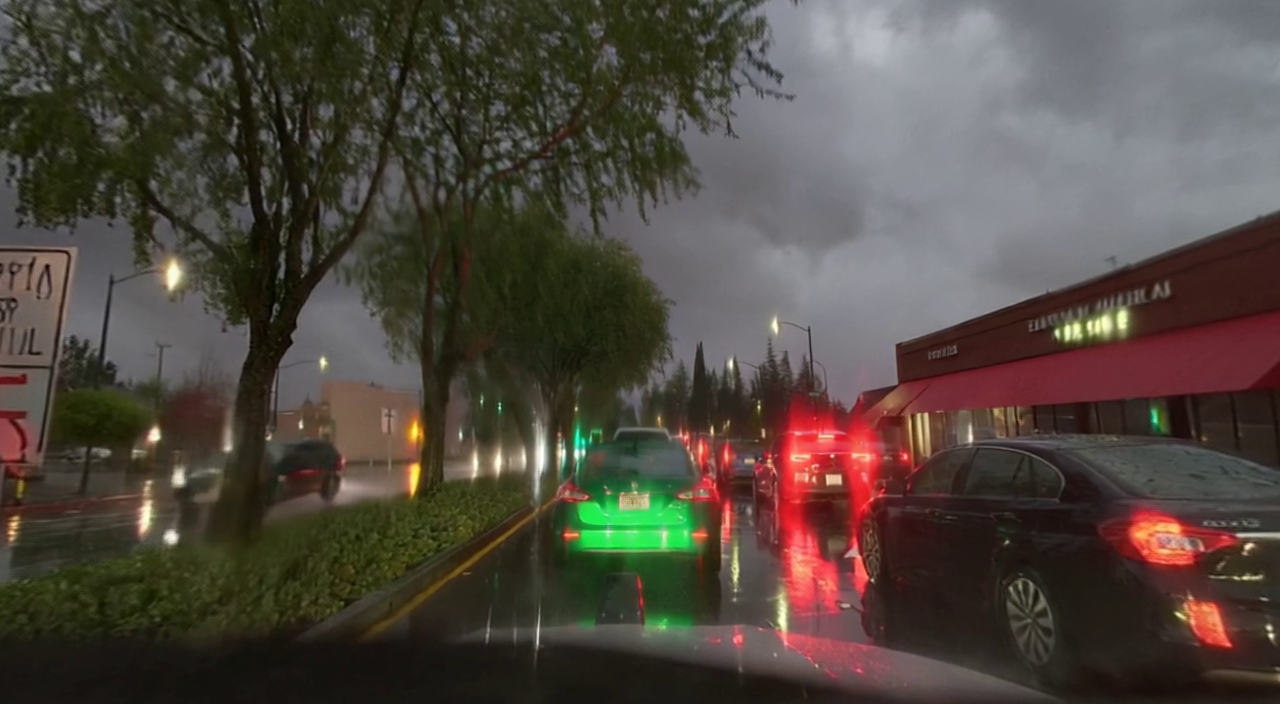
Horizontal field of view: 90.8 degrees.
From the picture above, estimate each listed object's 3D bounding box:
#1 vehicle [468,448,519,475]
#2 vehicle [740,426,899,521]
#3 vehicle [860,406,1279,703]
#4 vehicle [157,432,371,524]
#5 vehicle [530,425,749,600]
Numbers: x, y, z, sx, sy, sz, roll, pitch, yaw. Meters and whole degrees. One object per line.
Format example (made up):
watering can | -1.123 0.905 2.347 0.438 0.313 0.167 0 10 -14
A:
vehicle | -8.306 6.224 36.209 1.850 1.417 4.321 0 -9 1
vehicle | 3.536 2.482 13.412 2.025 1.660 4.263 0 -9 -1
vehicle | 3.310 1.255 4.476 1.988 1.480 4.195 0 -9 0
vehicle | -8.045 2.715 14.175 2.079 1.695 4.374 0 -9 0
vehicle | -0.020 1.655 7.297 1.887 1.487 3.535 0 -9 0
